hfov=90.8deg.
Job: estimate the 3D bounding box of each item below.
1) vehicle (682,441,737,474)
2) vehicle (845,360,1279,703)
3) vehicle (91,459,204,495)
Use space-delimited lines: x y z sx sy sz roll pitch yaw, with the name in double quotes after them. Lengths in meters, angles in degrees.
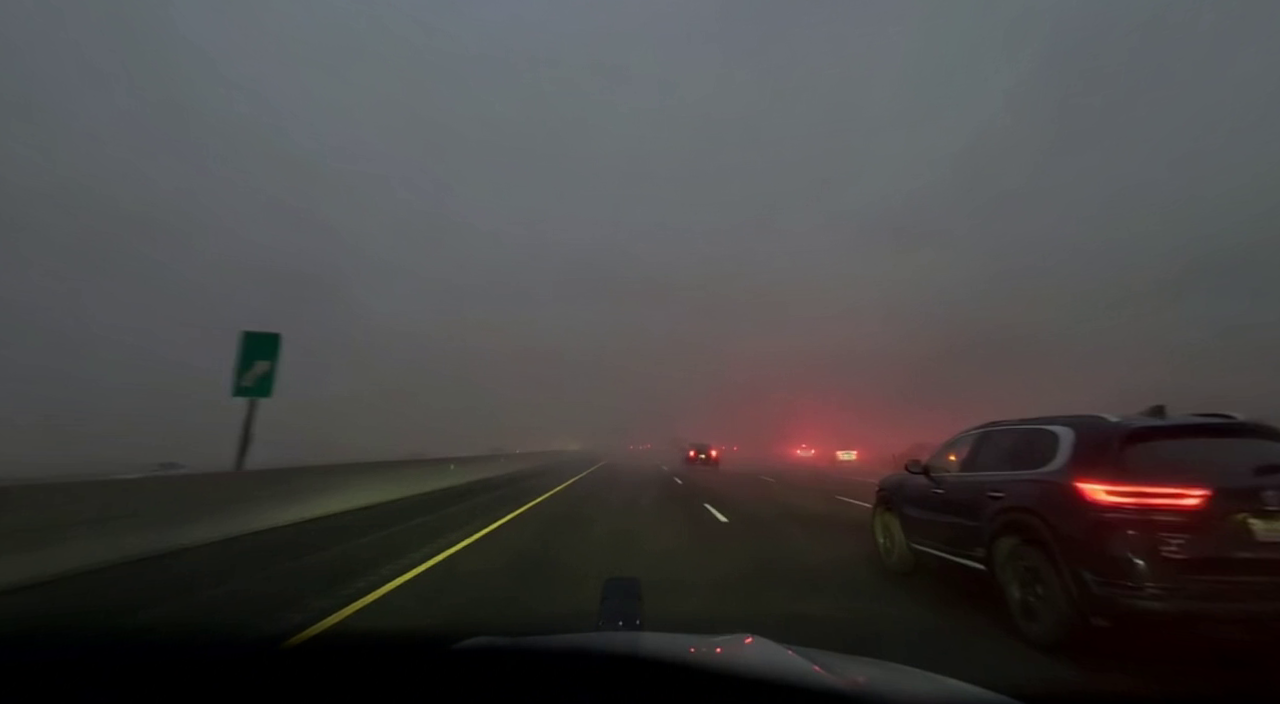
3.212 4.994 30.124 2.038 1.477 4.313 0 -8 -1 "vehicle"
3.294 1.163 4.648 1.977 1.601 4.598 0 -8 -1 "vehicle"
-22.006 5.573 28.450 1.857 1.392 4.044 0 -9 -1 "vehicle"
